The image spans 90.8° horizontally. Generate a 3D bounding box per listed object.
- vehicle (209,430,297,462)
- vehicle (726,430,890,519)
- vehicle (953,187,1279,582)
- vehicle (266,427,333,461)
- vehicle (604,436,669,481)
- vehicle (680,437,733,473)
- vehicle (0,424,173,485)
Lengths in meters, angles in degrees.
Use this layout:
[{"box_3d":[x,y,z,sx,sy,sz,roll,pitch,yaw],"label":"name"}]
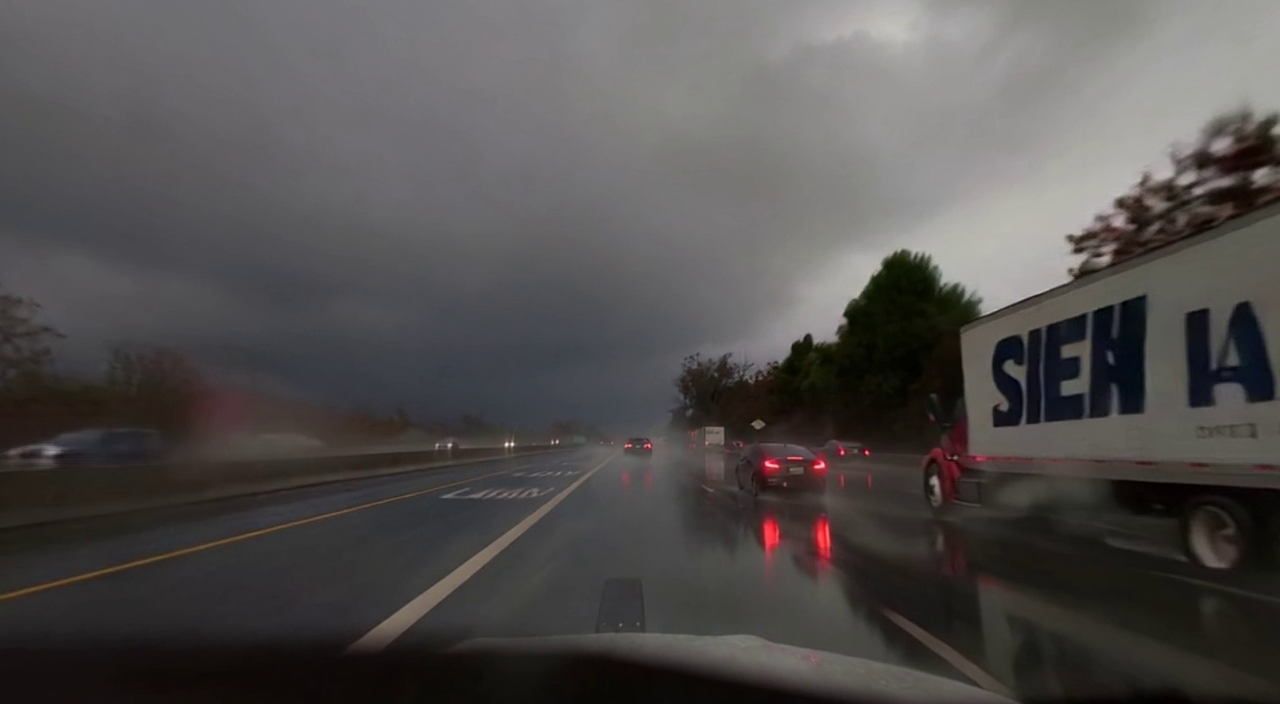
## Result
[{"box_3d":[-25.978,6.376,42.755,2.324,2.010,5.937,0,-8,-1],"label":"vehicle"},{"box_3d":[3.216,2.466,13.301,1.993,1.504,4.781,0,-8,-2],"label":"vehicle"},{"box_3d":[7.360,0.520,7.354,2.799,3.655,8.627,0,-9,-1],"label":"vehicle"},{"box_3d":[-26.162,7.117,48.776,2.546,2.417,4.759,0,-8,-1],"label":"vehicle"},{"box_3d":[-0.143,3.786,22.707,2.098,1.475,3.997,0,-8,-1],"label":"vehicle"},{"box_3d":[2.936,4.656,28.758,1.856,1.517,4.198,0,-8,-2],"label":"vehicle"},{"box_3d":[-17.690,3.215,20.110,2.149,1.701,4.541,0,-8,-1],"label":"vehicle"}]
